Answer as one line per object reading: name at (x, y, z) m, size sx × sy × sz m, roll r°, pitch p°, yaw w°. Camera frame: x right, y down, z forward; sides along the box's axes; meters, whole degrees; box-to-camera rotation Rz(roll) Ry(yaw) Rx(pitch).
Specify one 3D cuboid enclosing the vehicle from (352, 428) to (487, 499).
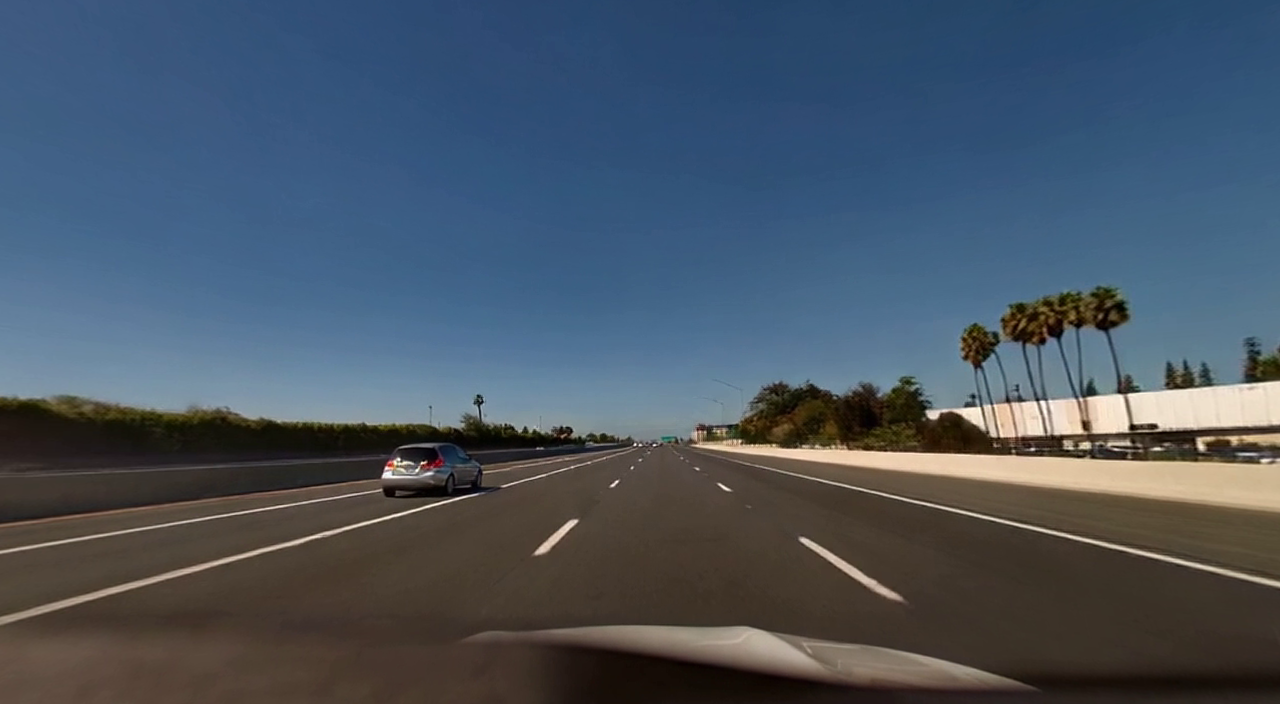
vehicle at (-6.282, 3.229, 18.705) m, size 2.145 × 1.793 × 4.762 m, roll -1°, pitch -8°, yaw 2°
